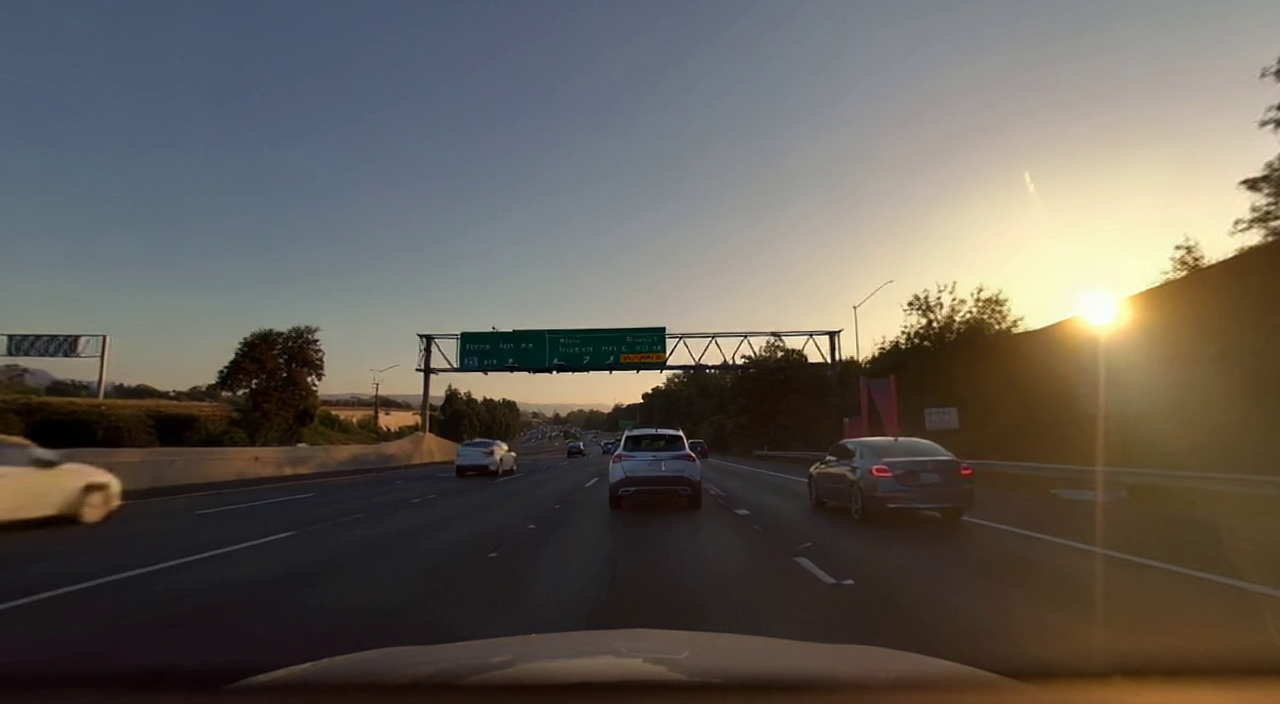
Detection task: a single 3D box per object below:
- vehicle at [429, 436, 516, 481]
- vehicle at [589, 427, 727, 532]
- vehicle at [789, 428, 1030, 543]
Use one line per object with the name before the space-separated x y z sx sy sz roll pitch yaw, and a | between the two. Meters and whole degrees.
vehicle | -6.637 4.281 25.546 2.127 1.644 4.631 0 -9 1
vehicle | 0.275 2.193 11.354 2.044 1.554 3.824 0 -9 0
vehicle | 4.142 2.130 10.756 2.002 1.499 4.710 0 -9 0
